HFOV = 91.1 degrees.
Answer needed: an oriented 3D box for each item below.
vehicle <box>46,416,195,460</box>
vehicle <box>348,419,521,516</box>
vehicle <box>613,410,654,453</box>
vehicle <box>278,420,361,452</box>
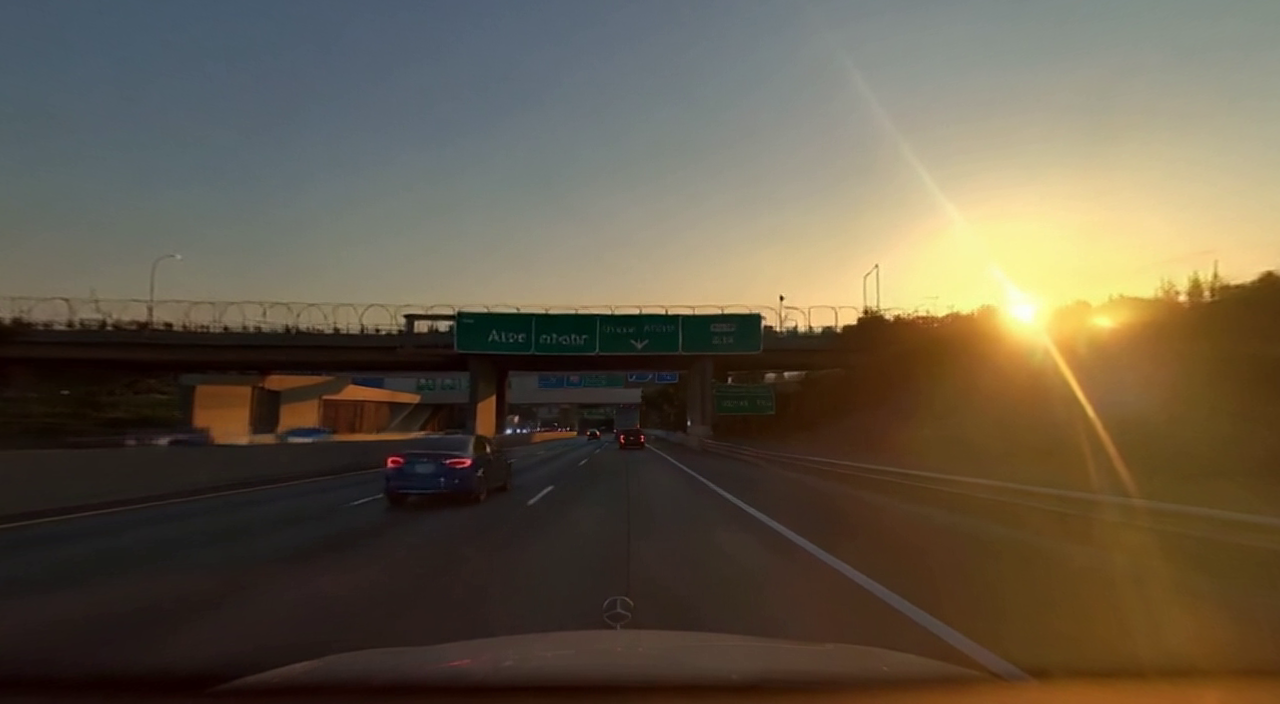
[{"bbox_3d":[-19.675,3.299,24.124,1.996,1.512,4.393,0,-8,-1],"label":"vehicle"},{"bbox_3d":[-3.618,2.087,11.942,1.955,1.508,3.996,0,-8,0],"label":"vehicle"},{"bbox_3d":[-0.566,5.539,43.513,2.418,2.704,6.445,1,-8,-4],"label":"vehicle"},{"bbox_3d":[-15.758,4.168,31.209,1.909,1.492,4.200,0,-8,0],"label":"vehicle"}]
